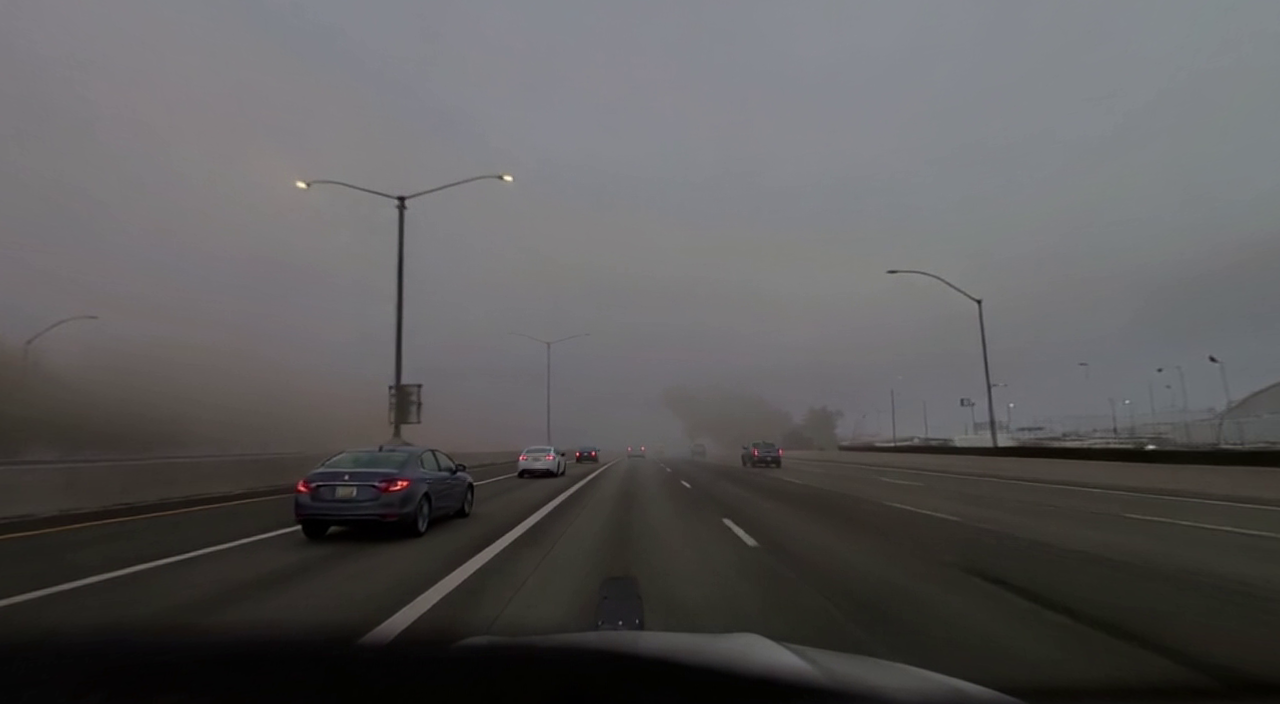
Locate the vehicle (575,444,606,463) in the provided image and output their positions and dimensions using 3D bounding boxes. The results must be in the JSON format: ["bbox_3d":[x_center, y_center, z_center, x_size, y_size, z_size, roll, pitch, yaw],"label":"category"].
[{"bbox_3d":[-3.867,7.985,49.772,2.078,1.464,4.093,0,-9,0],"label":"vehicle"}]

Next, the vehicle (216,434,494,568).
[{"bbox_3d":[-3.586,1.939,9.026,1.959,1.433,4.291,0,-9,0],"label":"vehicle"}]

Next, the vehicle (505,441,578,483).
[{"bbox_3d":[-3.719,4.272,24.757,2.047,1.469,4.614,0,-9,1],"label":"vehicle"}]

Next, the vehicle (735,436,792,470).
[{"bbox_3d":[6.833,5.632,35.439,2.147,1.769,4.666,0,-9,-1],"label":"vehicle"}]
